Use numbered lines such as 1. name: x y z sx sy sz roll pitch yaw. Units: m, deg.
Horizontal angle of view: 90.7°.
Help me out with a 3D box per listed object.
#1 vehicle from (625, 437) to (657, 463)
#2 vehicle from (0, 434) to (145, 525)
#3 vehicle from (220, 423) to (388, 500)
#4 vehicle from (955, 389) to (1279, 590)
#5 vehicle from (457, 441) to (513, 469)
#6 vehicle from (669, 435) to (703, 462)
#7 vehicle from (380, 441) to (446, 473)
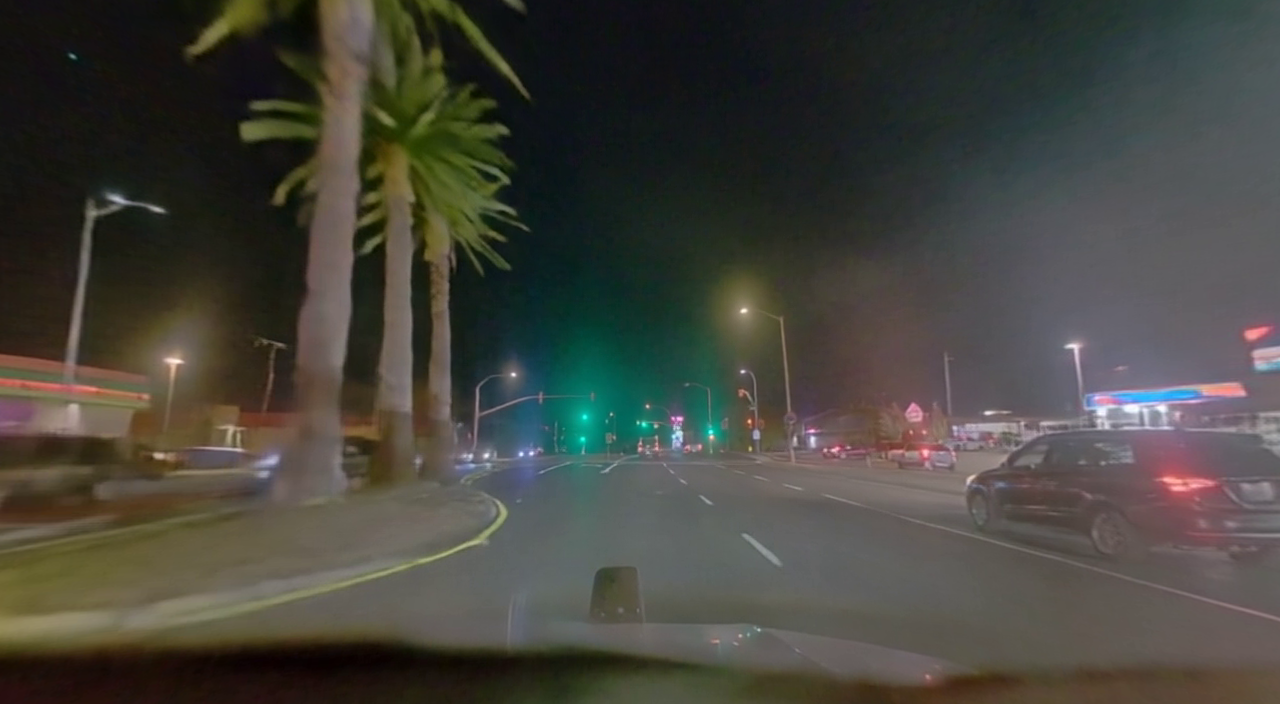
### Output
1. vehicle: 0.080 6.820 44.087 2.177 1.754 3.815 0 -8 1
2. vehicle: -12.833 2.536 12.933 1.897 1.683 4.307 0 -8 0
3. vehicle: -9.305 3.065 18.151 2.169 1.910 4.745 0 -8 0
4. vehicle: 6.440 1.602 8.257 2.066 1.807 4.893 0 -8 -1
5. vehicle: -9.238 6.188 38.168 2.042 1.555 4.748 0 -8 1
6. vehicle: 3.468 7.419 48.701 2.190 1.913 5.174 0 -8 0
7. vehicle: -12.447 5.762 34.998 1.972 1.590 4.370 0 -8 1
